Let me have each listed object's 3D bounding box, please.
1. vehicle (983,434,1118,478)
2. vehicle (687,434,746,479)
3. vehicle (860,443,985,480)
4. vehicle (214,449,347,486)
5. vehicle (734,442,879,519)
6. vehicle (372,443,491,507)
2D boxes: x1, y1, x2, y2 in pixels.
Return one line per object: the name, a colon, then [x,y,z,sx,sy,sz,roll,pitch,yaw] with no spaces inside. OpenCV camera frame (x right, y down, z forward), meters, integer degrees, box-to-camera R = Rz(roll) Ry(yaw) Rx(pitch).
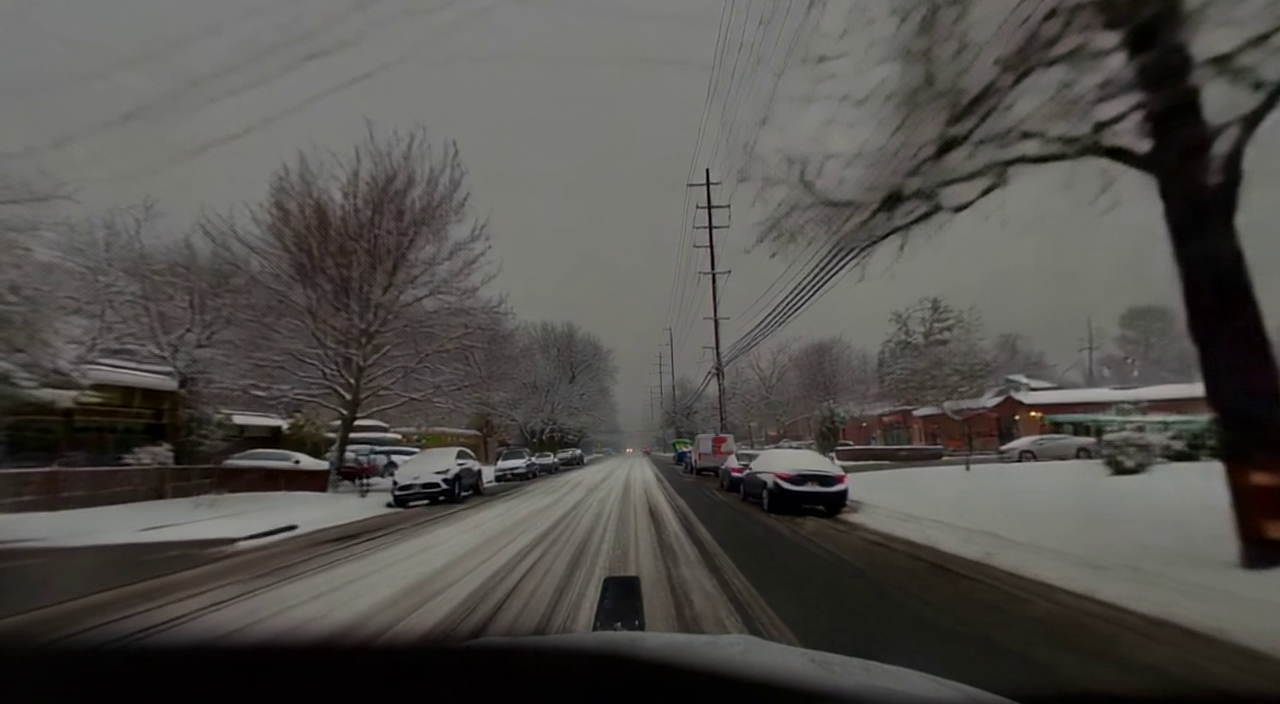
vehicle: [18.422,4.685,28.415,4.555,1.796,2.001,-2,-9,1]
vehicle: [3.917,5.512,33.218,2.396,2.164,5.381,0,-9,0]
vehicle: [12.534,4.913,28.174,4.606,1.484,2.042,1,-11,1]
vehicle: [-15.310,4.946,26.996,4.388,1.466,2.008,1,-9,-1]
vehicle: [3.745,3.021,15.272,2.112,1.528,4.944,0,-9,-1]
vehicle: [-6.129,3.654,19.127,1.989,1.693,4.292,-1,-9,2]
